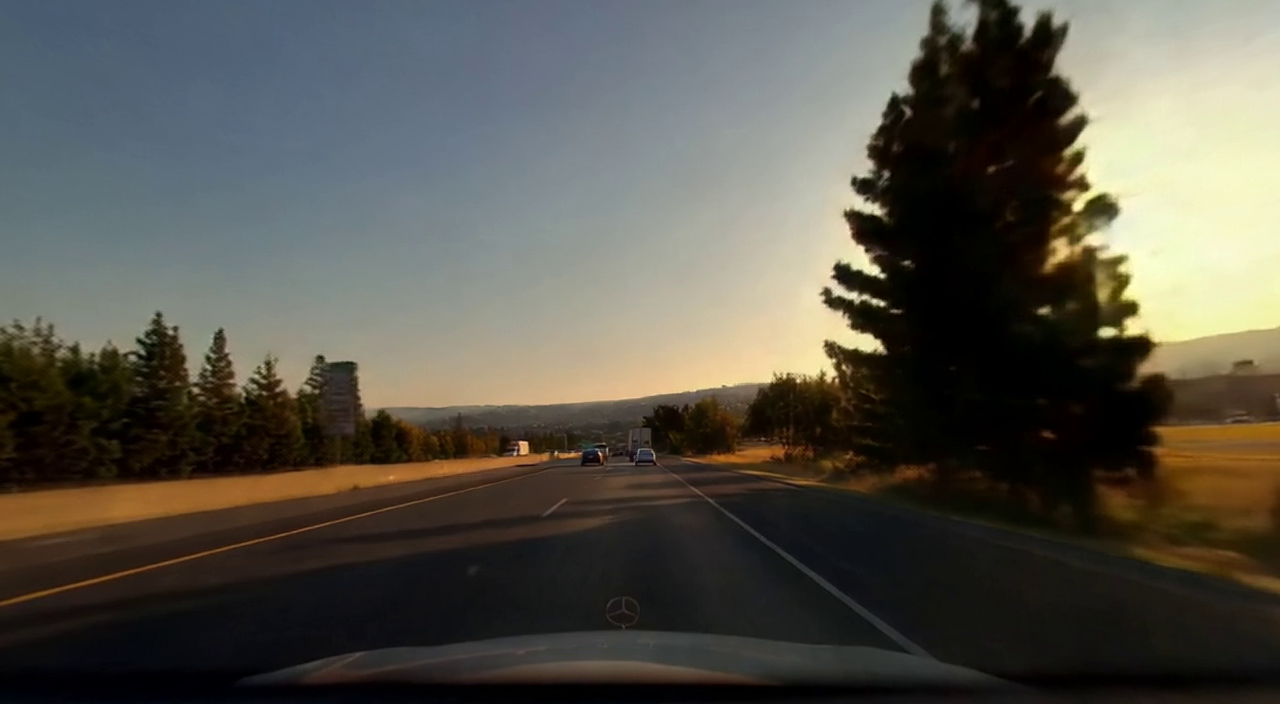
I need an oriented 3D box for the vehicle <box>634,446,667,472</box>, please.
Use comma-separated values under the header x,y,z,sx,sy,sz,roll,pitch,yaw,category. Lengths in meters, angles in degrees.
x,y,z,sx,sy,sz,roll,pitch,yaw,category
0.637,7.019,41.455,1.992,1.593,3.937,0,-9,-1,vehicle
